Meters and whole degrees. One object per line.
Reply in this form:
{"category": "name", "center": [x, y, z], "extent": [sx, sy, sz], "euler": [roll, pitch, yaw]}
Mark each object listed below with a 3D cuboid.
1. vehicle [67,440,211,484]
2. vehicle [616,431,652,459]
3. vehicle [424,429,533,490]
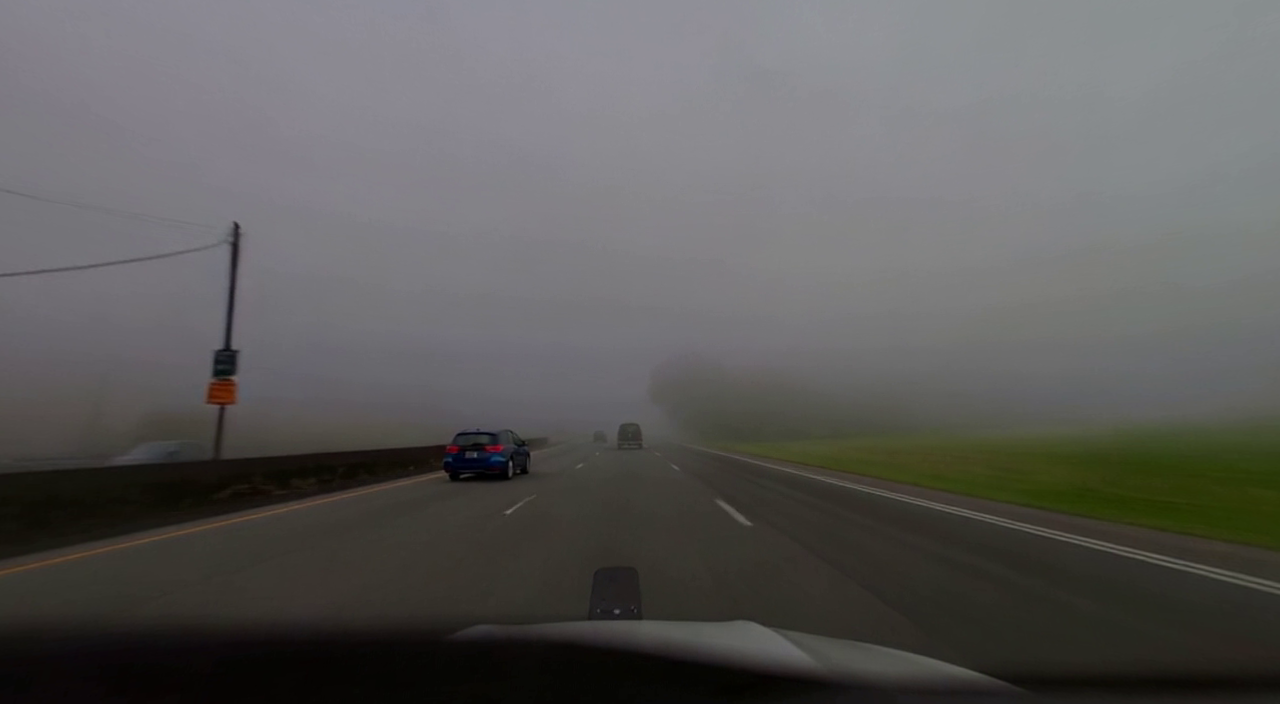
{"category": "vehicle", "center": [-19.548, 4.281, 24.890], "extent": [1.975, 1.534, 4.443], "euler": [0, -8, 1]}
{"category": "vehicle", "center": [-0.386, 5.780, 39.385], "extent": [2.162, 1.616, 4.242], "euler": [0, -8, -1]}
{"category": "vehicle", "center": [-4.328, 2.915, 17.563], "extent": [1.931, 1.483, 4.105], "euler": [0, -8, 0]}
